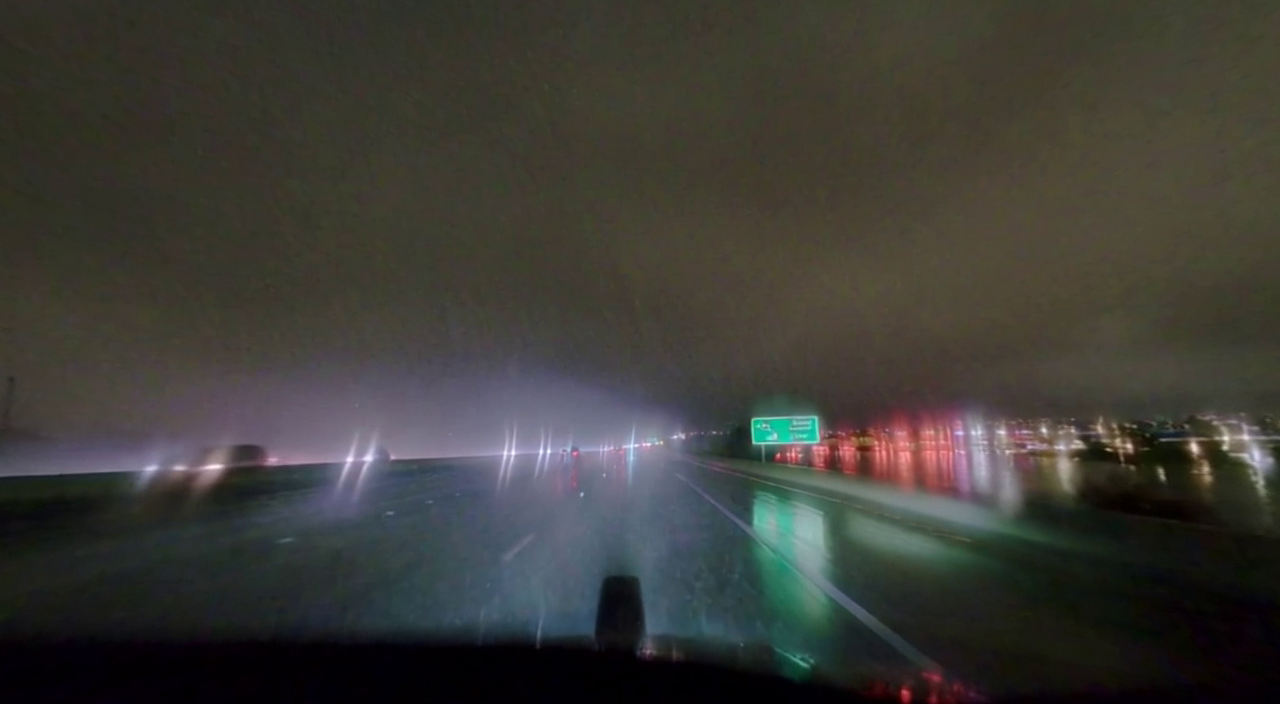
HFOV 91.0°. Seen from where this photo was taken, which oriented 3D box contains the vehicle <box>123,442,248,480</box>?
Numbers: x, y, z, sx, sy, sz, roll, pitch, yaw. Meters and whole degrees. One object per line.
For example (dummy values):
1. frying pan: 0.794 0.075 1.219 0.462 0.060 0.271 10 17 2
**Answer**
1. vehicle: -20.313 4.884 28.445 2.181 1.562 4.600 0 -9 0
